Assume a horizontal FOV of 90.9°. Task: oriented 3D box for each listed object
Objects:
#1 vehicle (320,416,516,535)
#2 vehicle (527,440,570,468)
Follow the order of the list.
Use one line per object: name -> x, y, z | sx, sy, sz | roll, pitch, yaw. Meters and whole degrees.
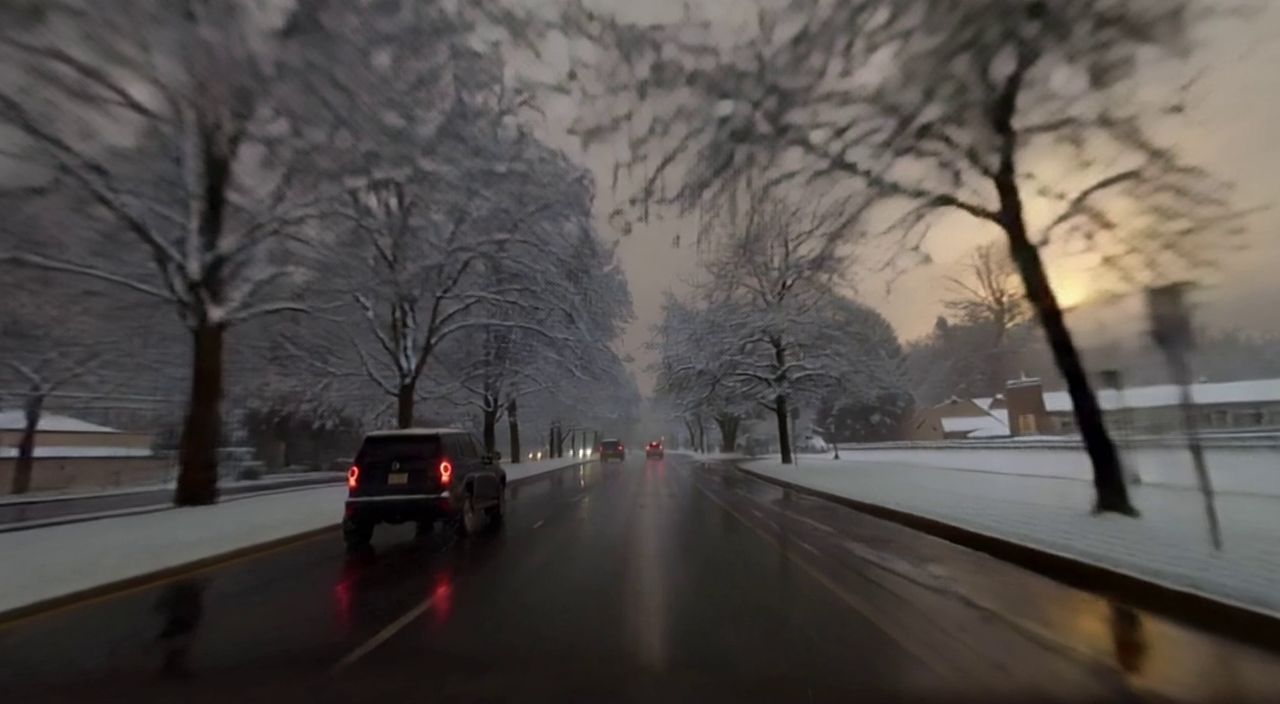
vehicle -> -3.792, 2.179, 11.772 | 2.123, 1.761, 4.322 | -1, -8, -1
vehicle -> -5.874, 6.619, 41.059 | 1.985, 1.708, 4.310 | -1, -8, 2
